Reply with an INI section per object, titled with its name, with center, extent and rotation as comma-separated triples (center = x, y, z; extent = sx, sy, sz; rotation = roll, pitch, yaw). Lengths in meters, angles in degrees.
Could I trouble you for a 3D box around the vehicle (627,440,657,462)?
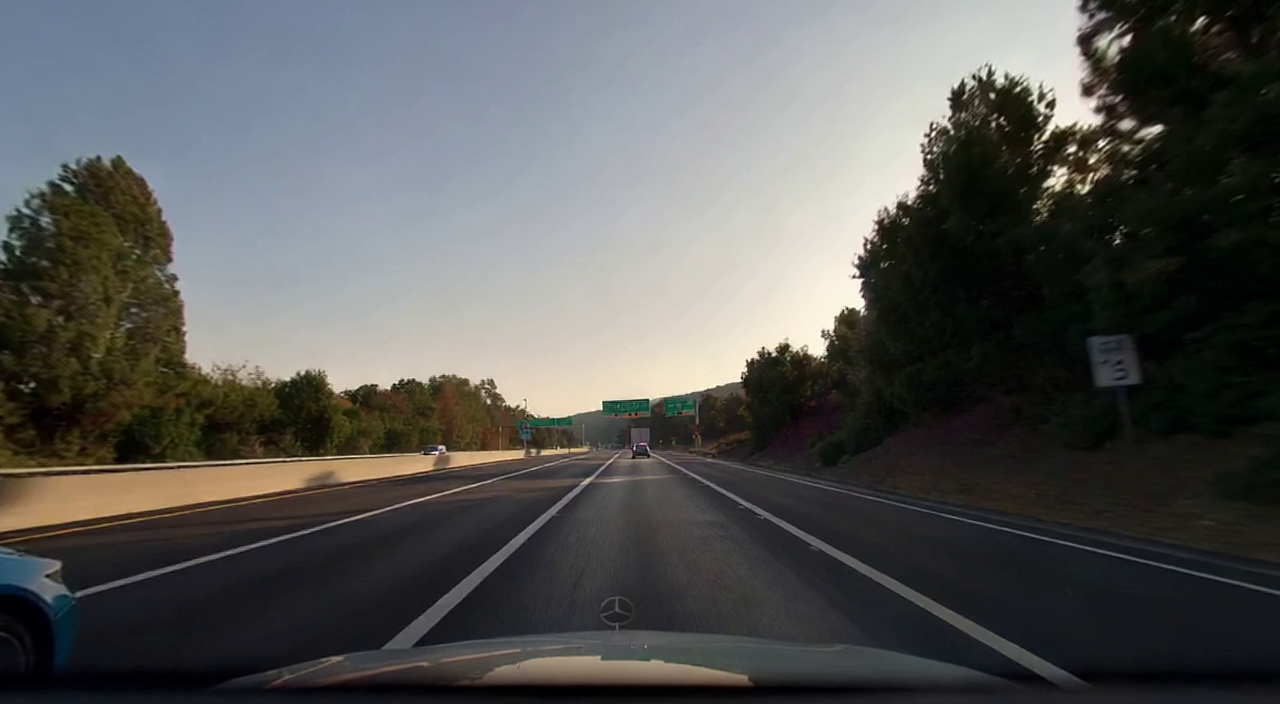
[vehicle]
center = 0.114, 7.005, 44.725
extent = 2.028, 1.440, 3.690
rotation = 0, -8, -1
